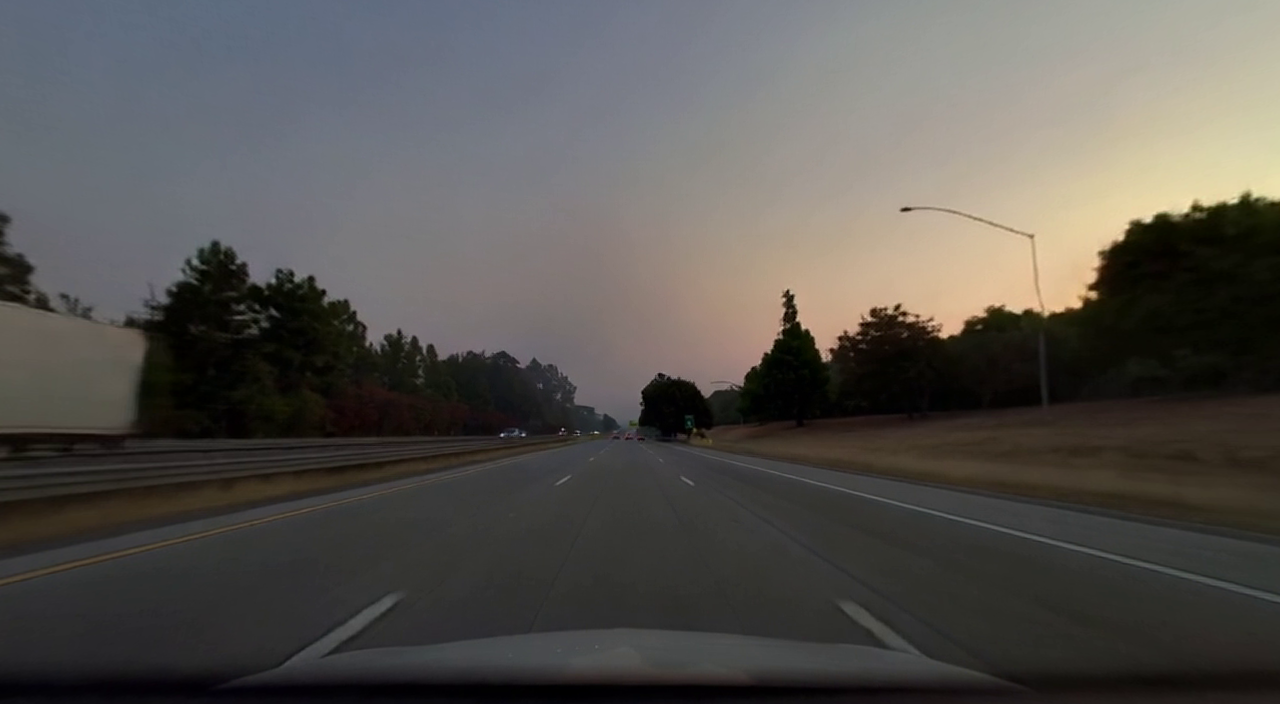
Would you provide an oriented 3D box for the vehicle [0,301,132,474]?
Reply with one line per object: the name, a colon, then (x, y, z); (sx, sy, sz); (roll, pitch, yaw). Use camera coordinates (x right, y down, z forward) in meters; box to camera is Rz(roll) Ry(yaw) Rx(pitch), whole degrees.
vehicle: (-16.469, 0.408, 11.594); (2.929, 4.048, 13.972); (0, -8, -2)
